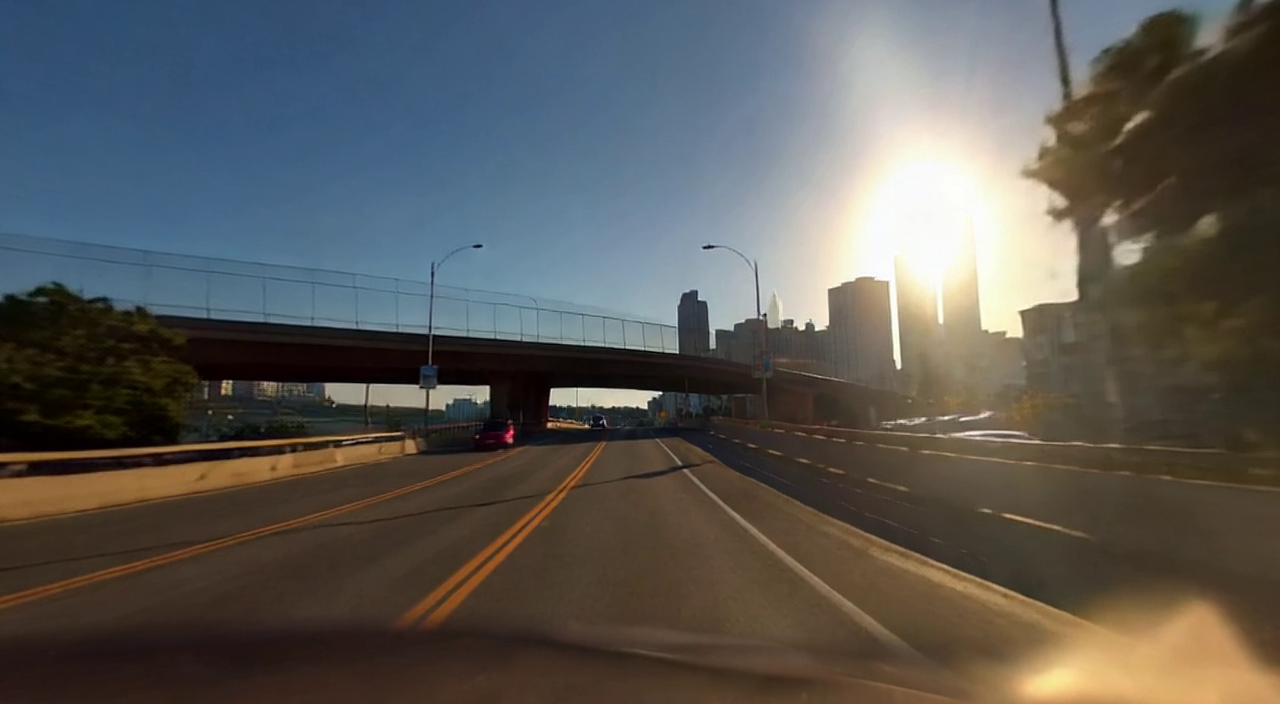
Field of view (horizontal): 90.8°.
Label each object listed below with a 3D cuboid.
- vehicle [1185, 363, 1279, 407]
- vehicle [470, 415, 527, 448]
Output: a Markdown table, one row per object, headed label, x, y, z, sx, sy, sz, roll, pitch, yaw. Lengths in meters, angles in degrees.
| label | x | y | z | sx | sy | sz | roll | pitch | yaw |
| --- | --- | --- | --- | --- | --- | --- | --- | --- | --- |
| vehicle | 27.194 | 1.491 | 28.360 | 3.698 | 1.510 | 1.672 | -3 | -15 | -2 |
| vehicle | -7.635 | 4.410 | 34.503 | 2.025 | 1.664 | 4.459 | 0 | -9 | 1 |
